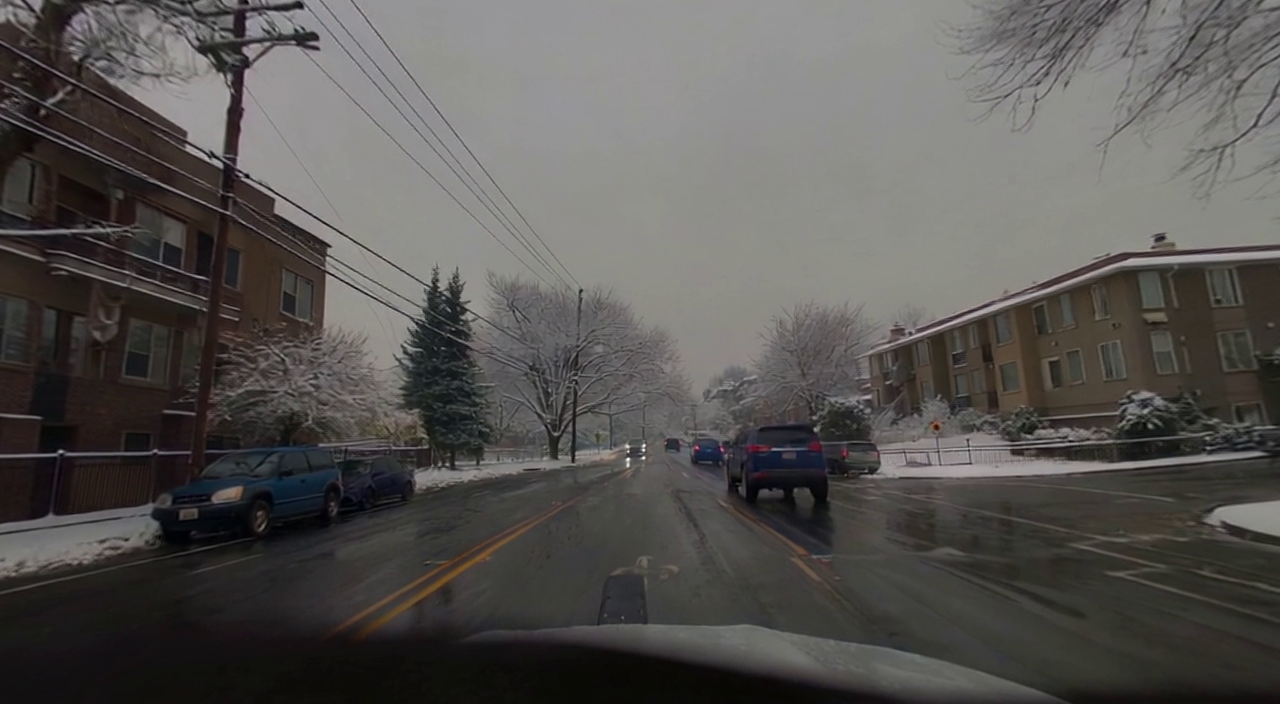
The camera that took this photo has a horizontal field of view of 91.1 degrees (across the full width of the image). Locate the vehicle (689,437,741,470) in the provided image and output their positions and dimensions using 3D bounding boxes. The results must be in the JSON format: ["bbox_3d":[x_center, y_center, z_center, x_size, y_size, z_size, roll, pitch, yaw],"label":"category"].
[{"bbox_3d":[3.727,5.111,31.875,2.028,1.552,4.370,0,-8,-1],"label":"vehicle"}]

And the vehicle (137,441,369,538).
[{"bbox_3d":[-8.483,3.002,14.490,2.381,1.825,4.652,0,-8,0],"label":"vehicle"}]

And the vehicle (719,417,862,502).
[{"bbox_3d":[3.628,2.732,16.333,2.368,1.840,4.896,0,-8,-2],"label":"vehicle"}]
